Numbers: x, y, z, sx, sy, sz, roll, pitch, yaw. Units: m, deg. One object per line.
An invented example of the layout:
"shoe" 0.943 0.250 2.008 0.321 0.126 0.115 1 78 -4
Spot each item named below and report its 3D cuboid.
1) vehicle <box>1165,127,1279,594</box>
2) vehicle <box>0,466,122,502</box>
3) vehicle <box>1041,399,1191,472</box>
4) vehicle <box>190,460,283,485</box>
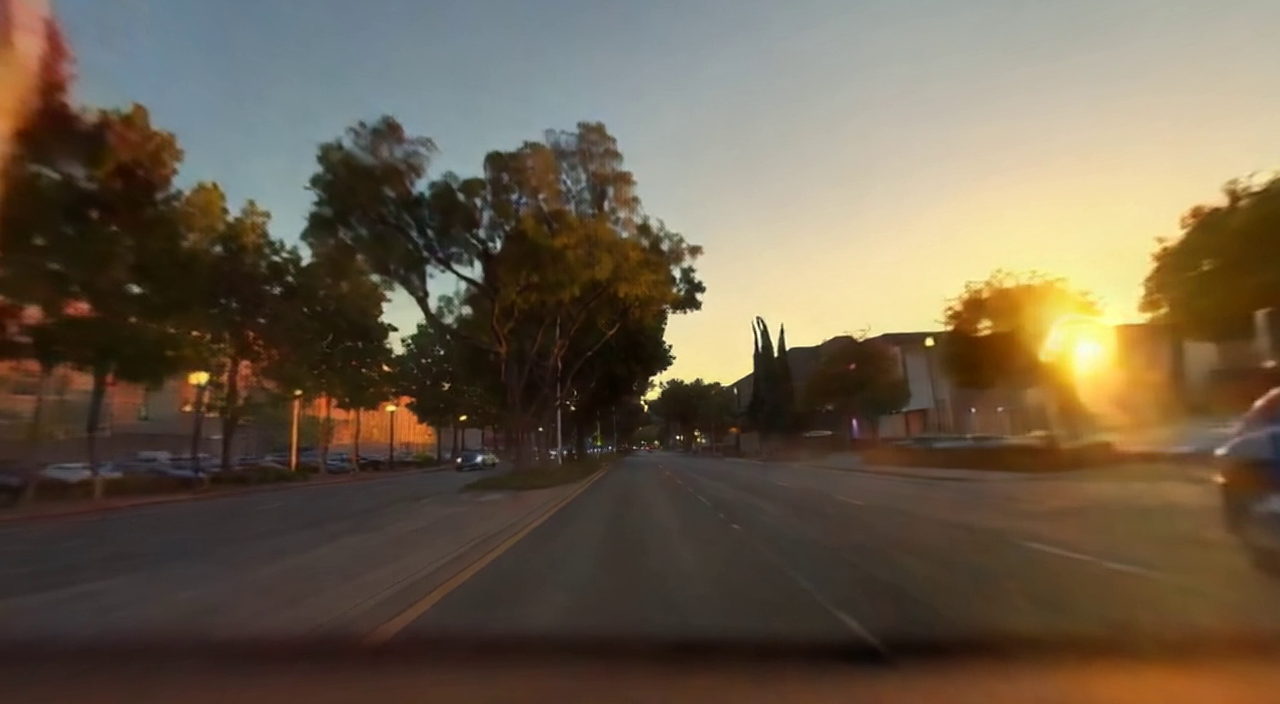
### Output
"vehicle" 6.864 -0.677 0.354 3.120 3.794 11.510 0 -9 0
"vehicle" -27.663 6.258 30.257 4.123 1.470 1.886 5 -10 -33
"vehicle" 25.570 4.647 34.521 2.718 3.538 7.077 -1 -9 2
"vehicle" -26.530 7.900 41.725 4.810 1.465 2.056 3 -9 -22
